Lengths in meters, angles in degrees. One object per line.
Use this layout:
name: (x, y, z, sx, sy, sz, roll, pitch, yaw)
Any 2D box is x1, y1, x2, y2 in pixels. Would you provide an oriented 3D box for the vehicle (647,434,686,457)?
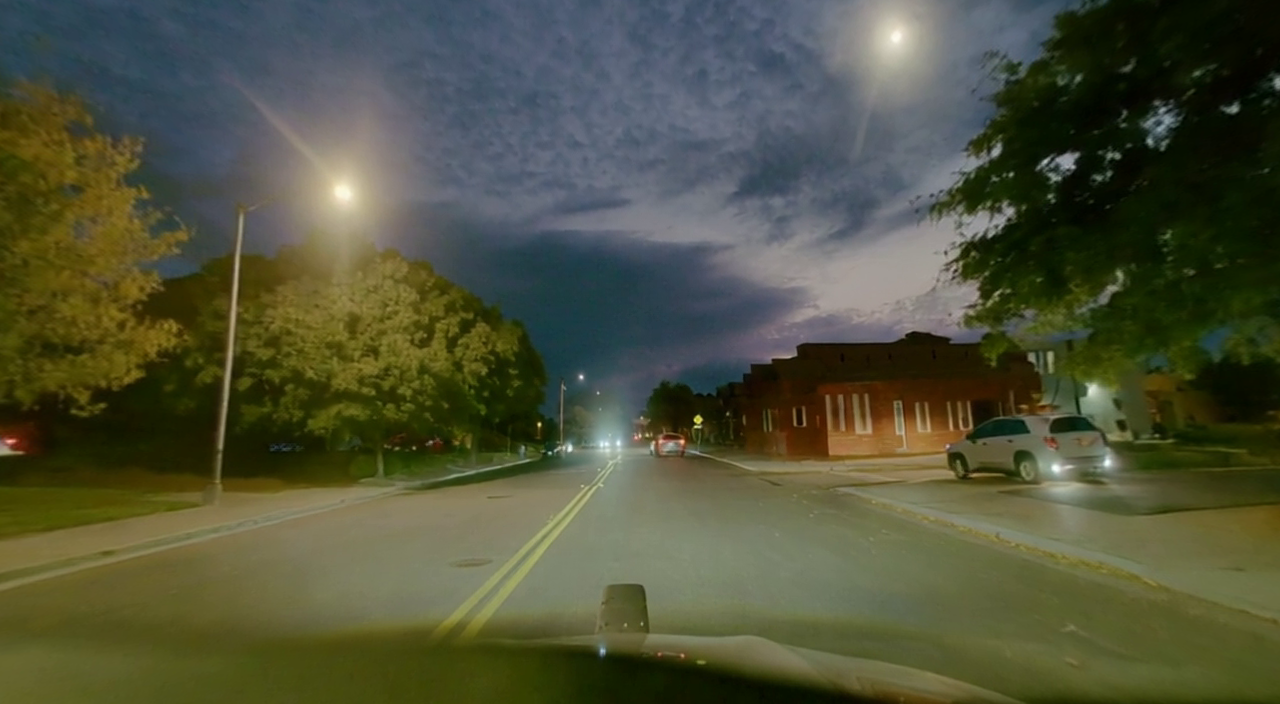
vehicle: (2.011, 7.310, 49.539, 2.097, 1.740, 4.277, 1, -8, -12)

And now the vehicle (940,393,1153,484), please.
vehicle: (9.413, 2.143, 15.236, 2.018, 1.840, 4.662, 1, -9, 0)

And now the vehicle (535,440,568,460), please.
vehicle: (-6.784, 7.579, 48.815, 1.930, 1.463, 4.195, 0, -8, 0)
